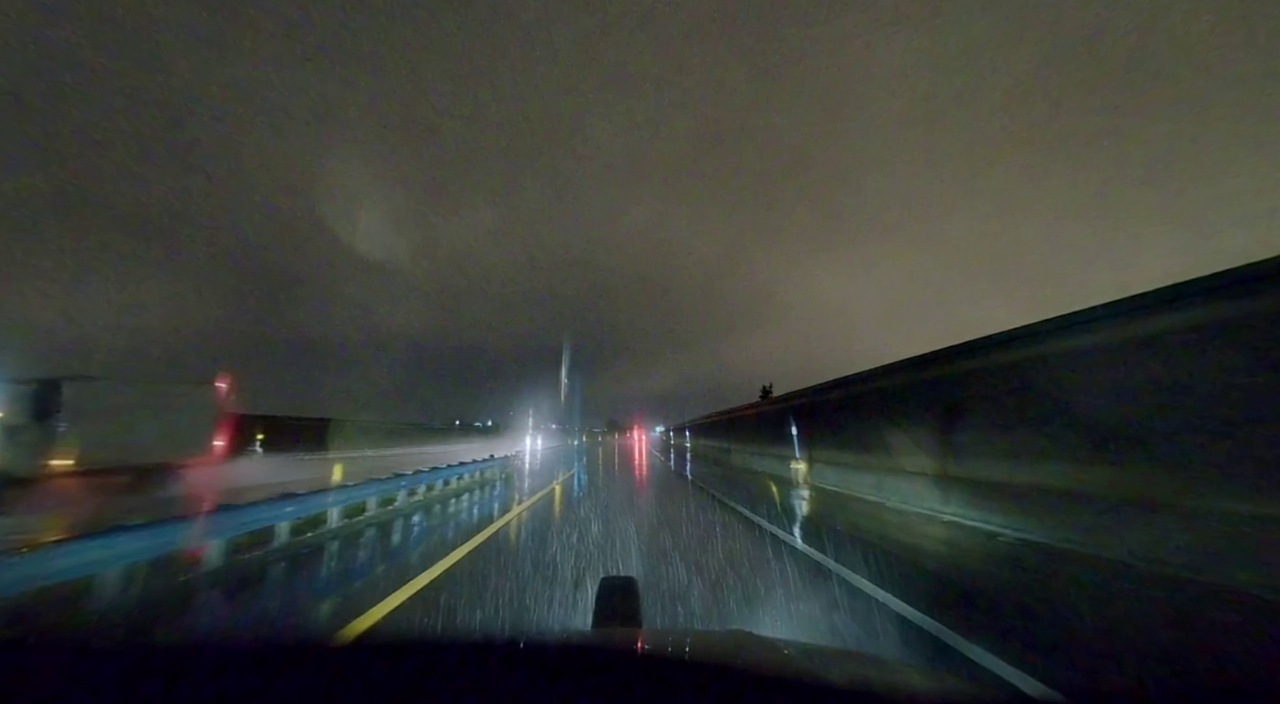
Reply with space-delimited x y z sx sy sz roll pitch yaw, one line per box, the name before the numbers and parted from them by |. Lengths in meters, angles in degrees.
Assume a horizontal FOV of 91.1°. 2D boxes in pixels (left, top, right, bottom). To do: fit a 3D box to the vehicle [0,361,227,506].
vehicle | -16.363 2.446 18.804 2.782 3.438 7.770 0 -8 -2
